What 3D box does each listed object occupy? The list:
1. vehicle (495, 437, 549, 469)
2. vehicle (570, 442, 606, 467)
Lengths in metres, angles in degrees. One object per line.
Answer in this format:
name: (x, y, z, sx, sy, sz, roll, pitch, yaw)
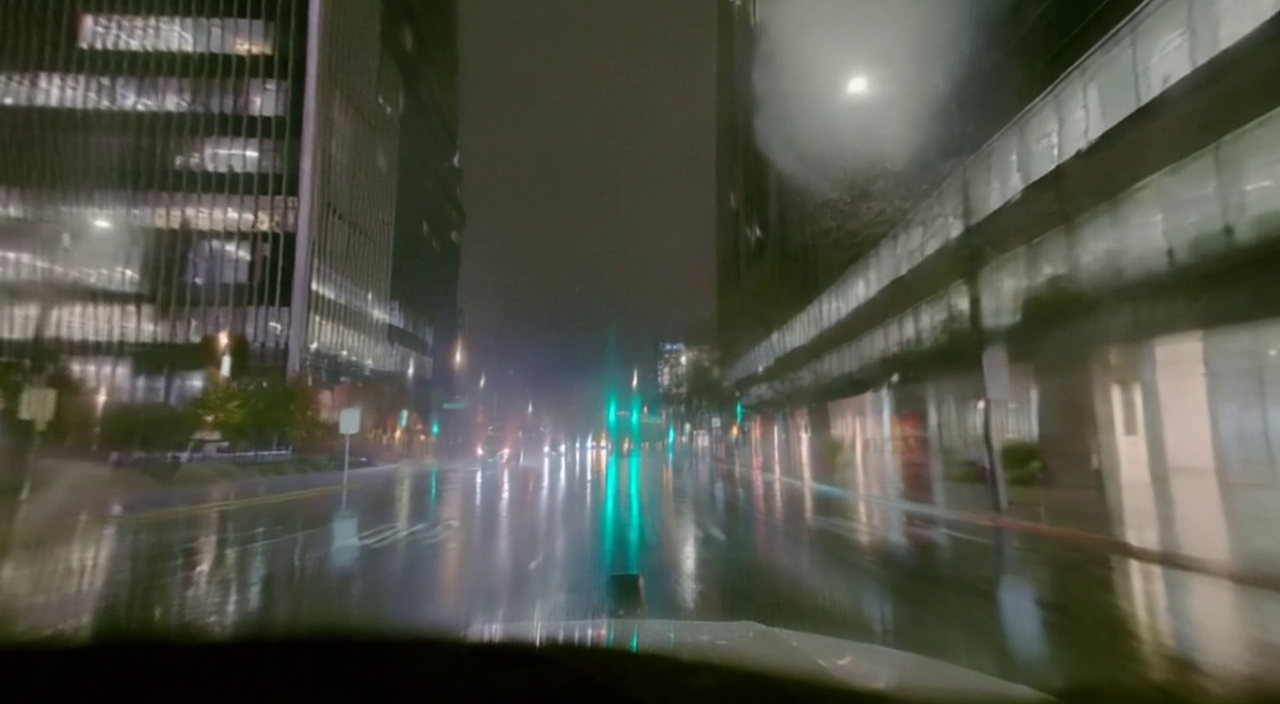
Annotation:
vehicle: (-7.163, 6.217, 38.824, 2.204, 1.844, 4.766, 0, -9, 2)
vehicle: (-3.780, 7.559, 46.560, 2.181, 1.706, 4.334, 0, -9, 1)
